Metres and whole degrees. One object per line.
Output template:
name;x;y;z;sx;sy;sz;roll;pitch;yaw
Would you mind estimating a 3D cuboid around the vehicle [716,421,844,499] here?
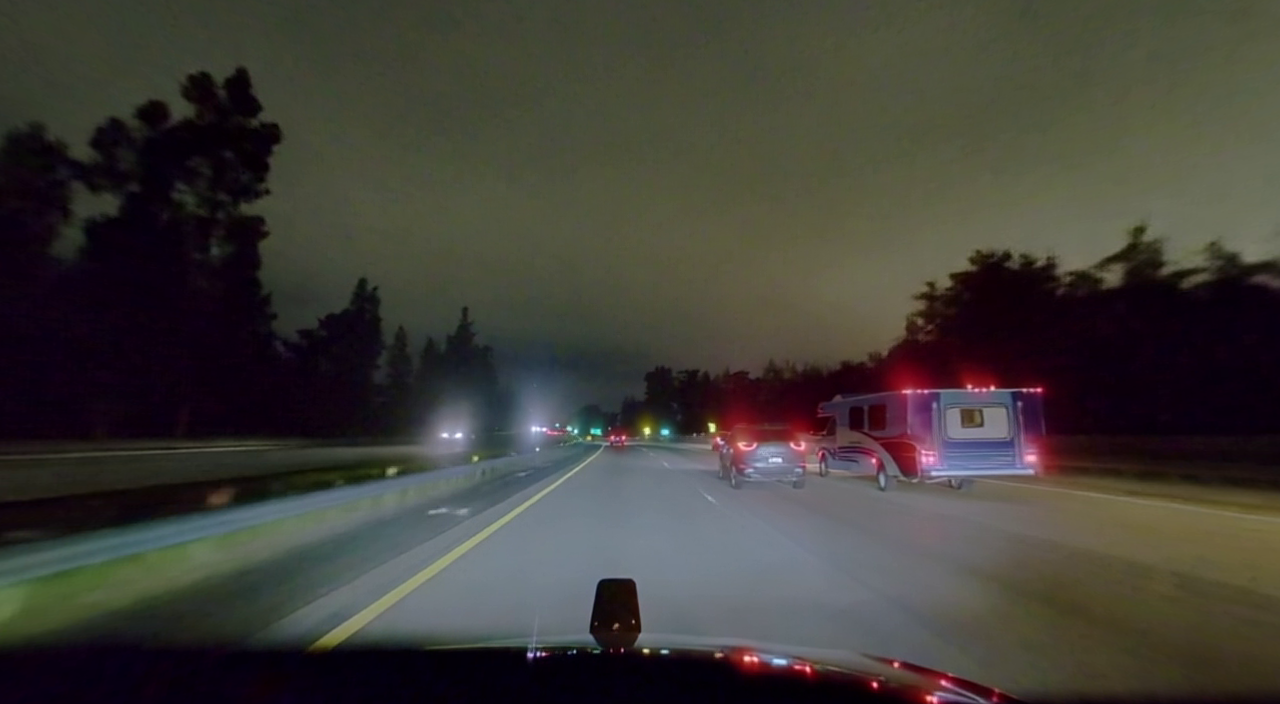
vehicle;3.088;2.461;14.811;2.002;1.569;3.845;0;-8;-2
